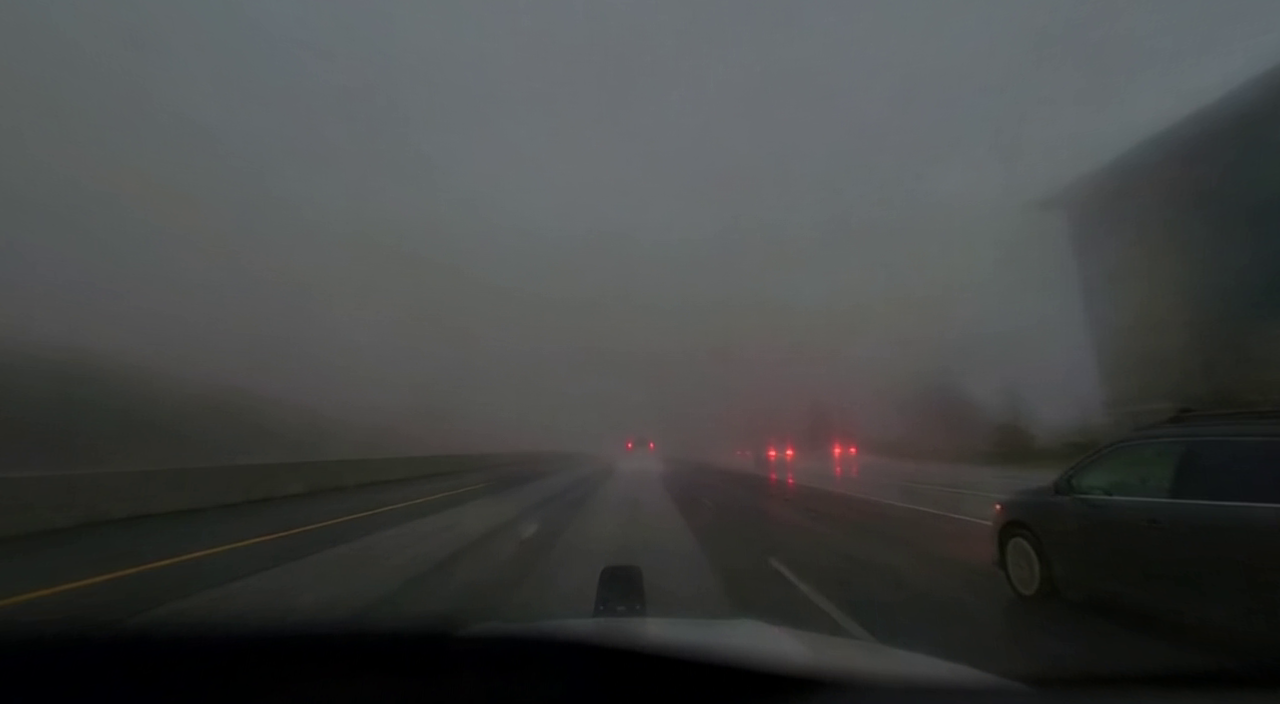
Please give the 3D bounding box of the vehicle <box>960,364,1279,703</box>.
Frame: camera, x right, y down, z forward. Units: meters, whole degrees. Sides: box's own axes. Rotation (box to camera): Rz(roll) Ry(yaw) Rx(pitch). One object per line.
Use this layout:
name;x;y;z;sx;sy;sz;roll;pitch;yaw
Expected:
vehicle;3.855;0.900;3.049;2.008;1.595;5.082;0;-9;1

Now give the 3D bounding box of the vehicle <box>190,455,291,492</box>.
vehicle;-19.490;5.931;31.014;1.884;1.642;4.551;0;-9;2

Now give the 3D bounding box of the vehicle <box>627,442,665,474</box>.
vehicle;0.330;5.915;35.231;2.015;1.639;4.086;0;-9;0
